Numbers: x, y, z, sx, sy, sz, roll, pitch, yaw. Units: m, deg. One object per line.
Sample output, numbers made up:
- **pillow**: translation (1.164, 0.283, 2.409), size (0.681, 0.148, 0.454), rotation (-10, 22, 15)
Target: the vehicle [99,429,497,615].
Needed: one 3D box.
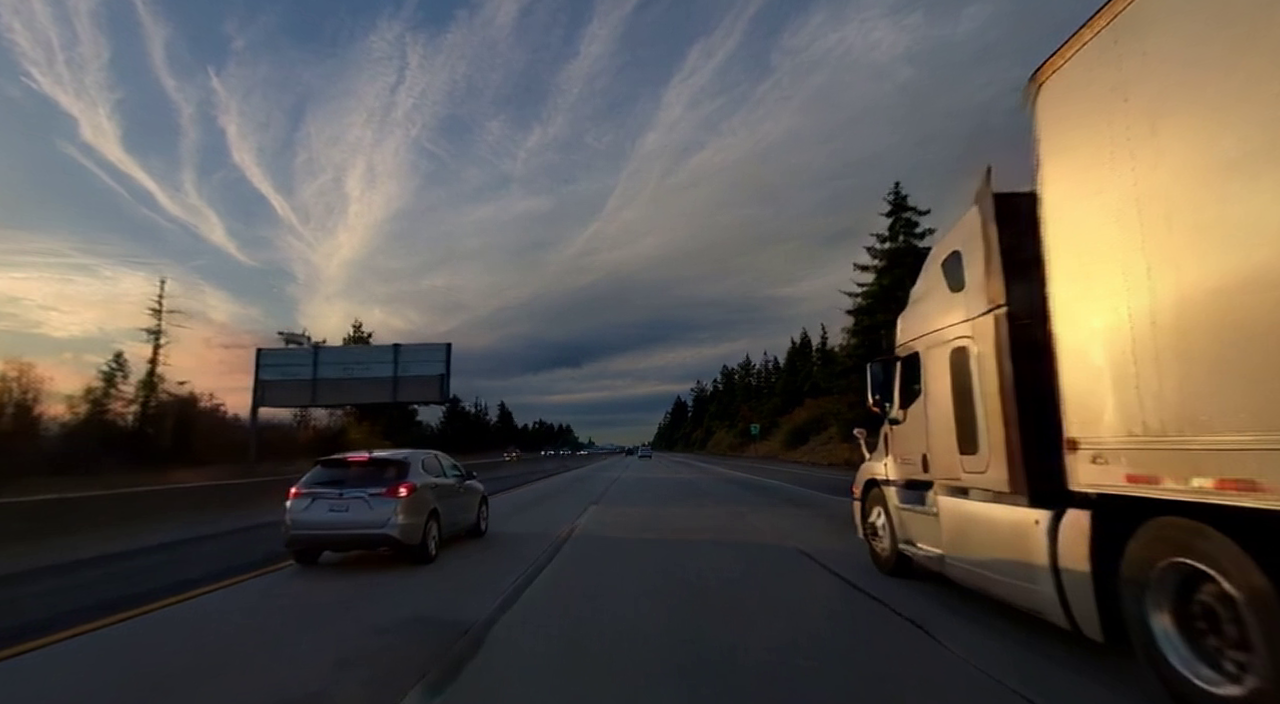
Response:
- **vehicle**: translation (-3.290, 1.743, 7.476), size (2.054, 1.475, 4.708), rotation (0, -9, 0)

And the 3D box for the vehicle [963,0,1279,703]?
- **vehicle**: translation (3.671, -0.401, 0.892), size (3.010, 3.907, 5.999), rotation (0, -9, -1)
